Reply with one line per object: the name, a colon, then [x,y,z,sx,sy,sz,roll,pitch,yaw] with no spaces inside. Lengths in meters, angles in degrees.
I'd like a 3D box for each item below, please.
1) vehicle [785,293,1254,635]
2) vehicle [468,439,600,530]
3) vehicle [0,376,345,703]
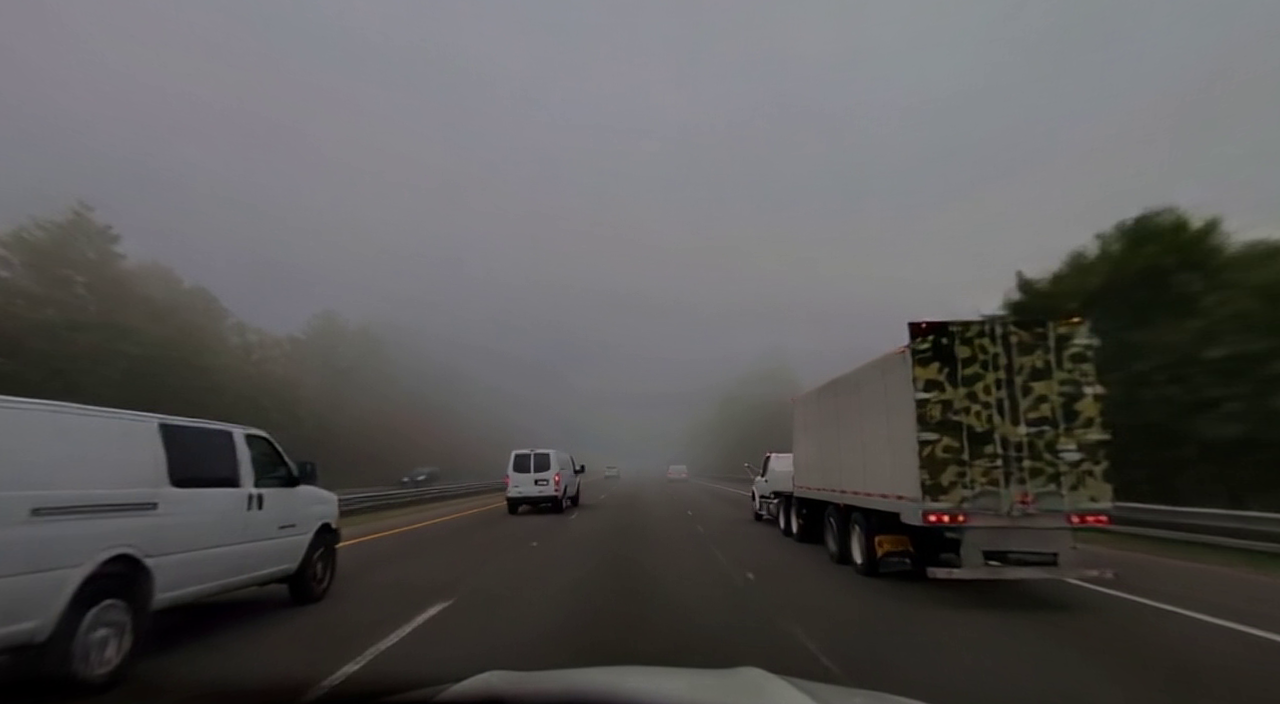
vehicle: [3.867,1.394,8.133,2.703,2.988,5.097,1,-11,0]
vehicle: [-2.464,3.346,16.268,2.378,1.930,5.086,0,-11,2]
vehicle: [-3.762,1.099,3.503,2.124,1.671,4.262,1,-11,0]
